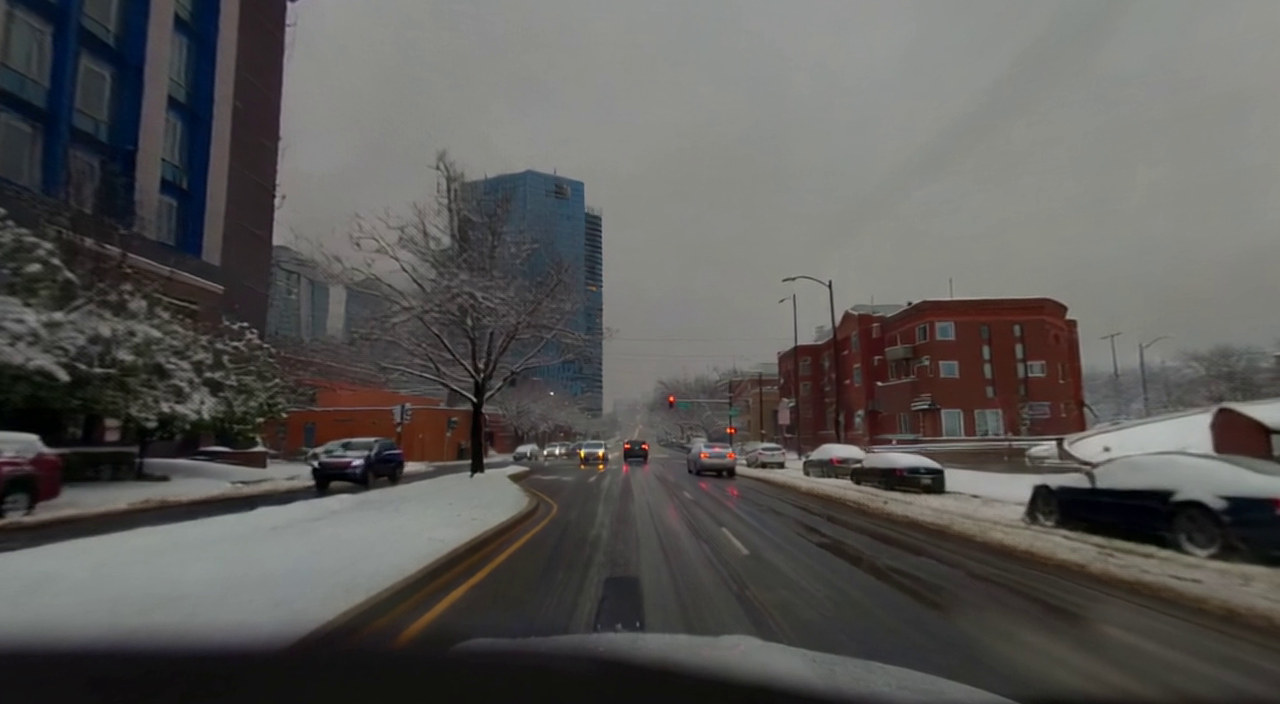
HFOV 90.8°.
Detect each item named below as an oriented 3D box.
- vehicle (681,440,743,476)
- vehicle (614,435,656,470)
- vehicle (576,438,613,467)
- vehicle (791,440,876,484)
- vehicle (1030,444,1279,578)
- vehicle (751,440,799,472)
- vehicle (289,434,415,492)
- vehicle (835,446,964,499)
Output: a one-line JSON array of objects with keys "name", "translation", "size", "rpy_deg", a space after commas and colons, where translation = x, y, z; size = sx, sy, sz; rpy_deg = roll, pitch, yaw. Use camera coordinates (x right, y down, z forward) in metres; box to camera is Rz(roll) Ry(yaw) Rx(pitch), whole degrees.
[{"name": "vehicle", "translation": [3.264, 4.954, 29.836], "size": [2.238, 1.499, 4.964], "rpy_deg": [0, -8, -1]}, {"name": "vehicle", "translation": [-0.268, 5.812, 36.669], "size": [2.329, 1.842, 4.537], "rpy_deg": [0, -8, 0]}, {"name": "vehicle", "translation": [-3.008, 6.673, 42.176], "size": [2.297, 1.812, 4.244], "rpy_deg": [0, -8, -4]}, {"name": "vehicle", "translation": [8.013, 4.557, 26.665], "size": [1.963, 1.649, 4.562], "rpy_deg": [1, -8, -2]}, {"name": "vehicle", "translation": [8.224, 2.096, 9.190], "size": [2.072, 1.479, 4.603], "rpy_deg": [0, -8, -1]}, {"name": "vehicle", "translation": [8.091, 6.287, 38.386], "size": [1.959, 1.719, 4.538], "rpy_deg": [1, -7, 0]}, {"name": "vehicle", "translation": [-9.857, 3.825, 22.167], "size": [2.212, 1.784, 4.626], "rpy_deg": [0, -8, 0]}, {"name": "vehicle", "translation": [8.187, 3.804, 20.525], "size": [2.054, 1.455, 4.786], "rpy_deg": [0, -8, -1]}]
